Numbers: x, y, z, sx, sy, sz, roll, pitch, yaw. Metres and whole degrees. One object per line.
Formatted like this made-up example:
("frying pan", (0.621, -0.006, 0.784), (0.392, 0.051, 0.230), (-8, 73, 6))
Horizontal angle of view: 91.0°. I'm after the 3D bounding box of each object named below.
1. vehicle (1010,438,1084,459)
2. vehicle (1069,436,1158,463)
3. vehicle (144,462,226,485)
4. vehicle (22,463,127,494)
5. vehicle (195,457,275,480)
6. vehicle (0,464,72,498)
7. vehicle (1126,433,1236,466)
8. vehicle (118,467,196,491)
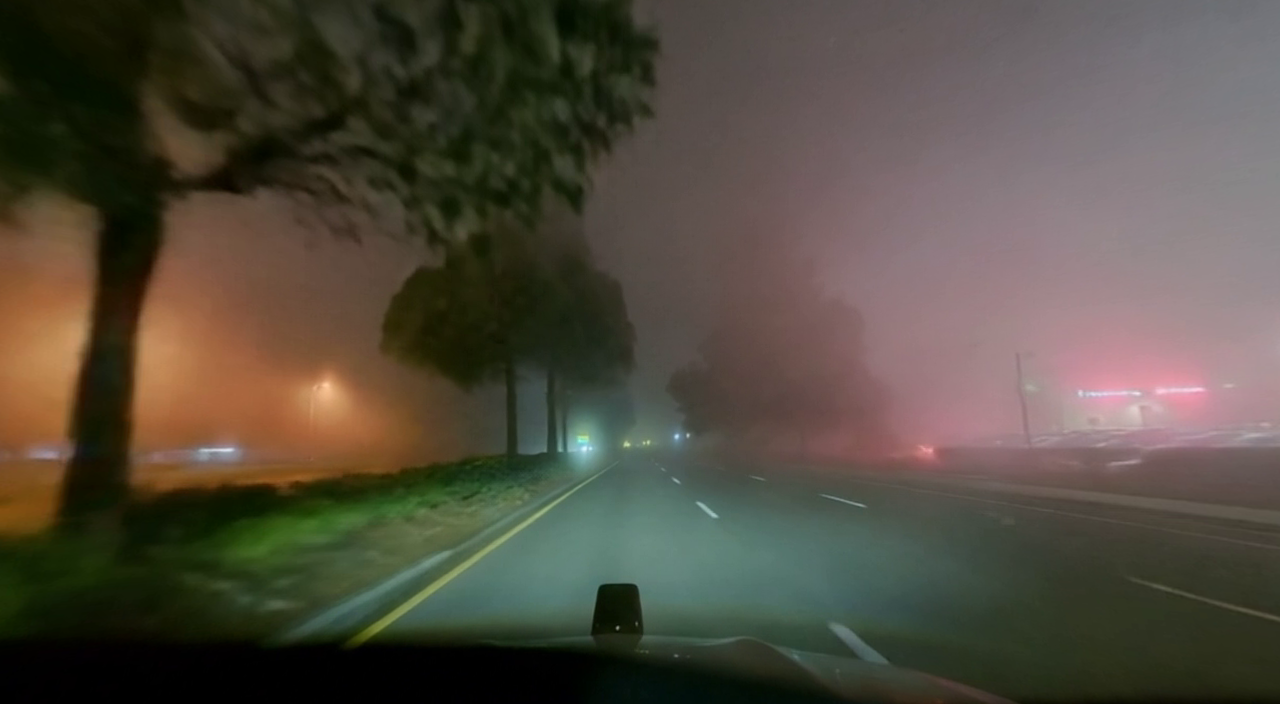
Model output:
("vehicle", (31.103, 7.389, 48.186), (4.211, 1.574, 1.973), (-1, -8, 5))
("vehicle", (31.988, 6.567, 42.580), (4.301, 1.760, 2.057), (0, -8, -1))
("vehicle", (-29.400, 7.853, 40.742), (3.739, 1.432, 1.902), (0, -9, -1))
("vehicle", (-29.456, 6.579, 32.868), (3.418, 1.373, 2.115), (-1, -8, 0))
("vehicle", (-29.578, 8.489, 46.028), (4.350, 1.512, 2.145), (0, -8, -2))
("vehicle", (-29.724, 6.103, 29.888), (3.506, 1.452, 2.035), (0, -9, 1))
("vehicle", (31.850, 5.749, 37.138), (4.525, 1.834, 2.118), (0, -8, -3))
("vehicle", (-29.325, 7.714, 38.293), (3.322, 1.358, 1.617), (0, -9, -2))
